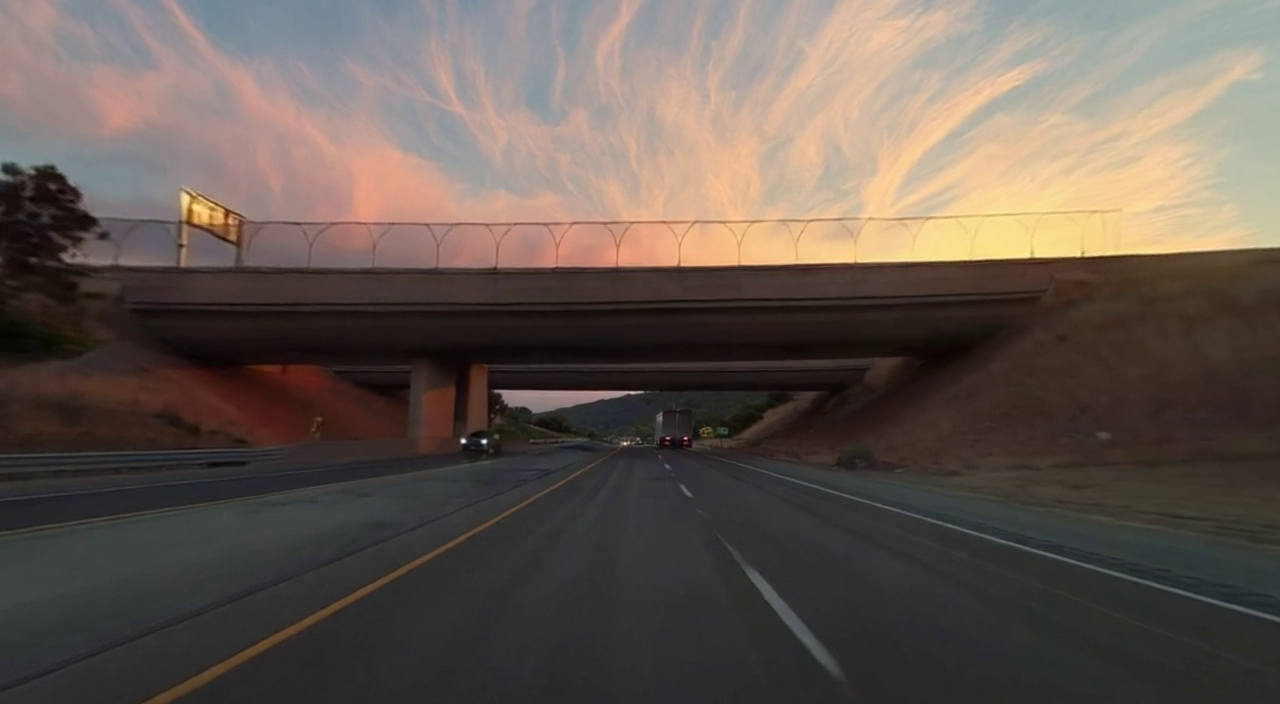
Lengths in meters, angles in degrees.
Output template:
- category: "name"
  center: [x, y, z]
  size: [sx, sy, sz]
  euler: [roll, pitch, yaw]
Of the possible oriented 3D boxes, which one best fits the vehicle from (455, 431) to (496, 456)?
- category: "vehicle"
  center: [-11.626, 6.484, 44.677]
  size: [1.817, 1.620, 4.137]
  euler: [0, -8, 0]
